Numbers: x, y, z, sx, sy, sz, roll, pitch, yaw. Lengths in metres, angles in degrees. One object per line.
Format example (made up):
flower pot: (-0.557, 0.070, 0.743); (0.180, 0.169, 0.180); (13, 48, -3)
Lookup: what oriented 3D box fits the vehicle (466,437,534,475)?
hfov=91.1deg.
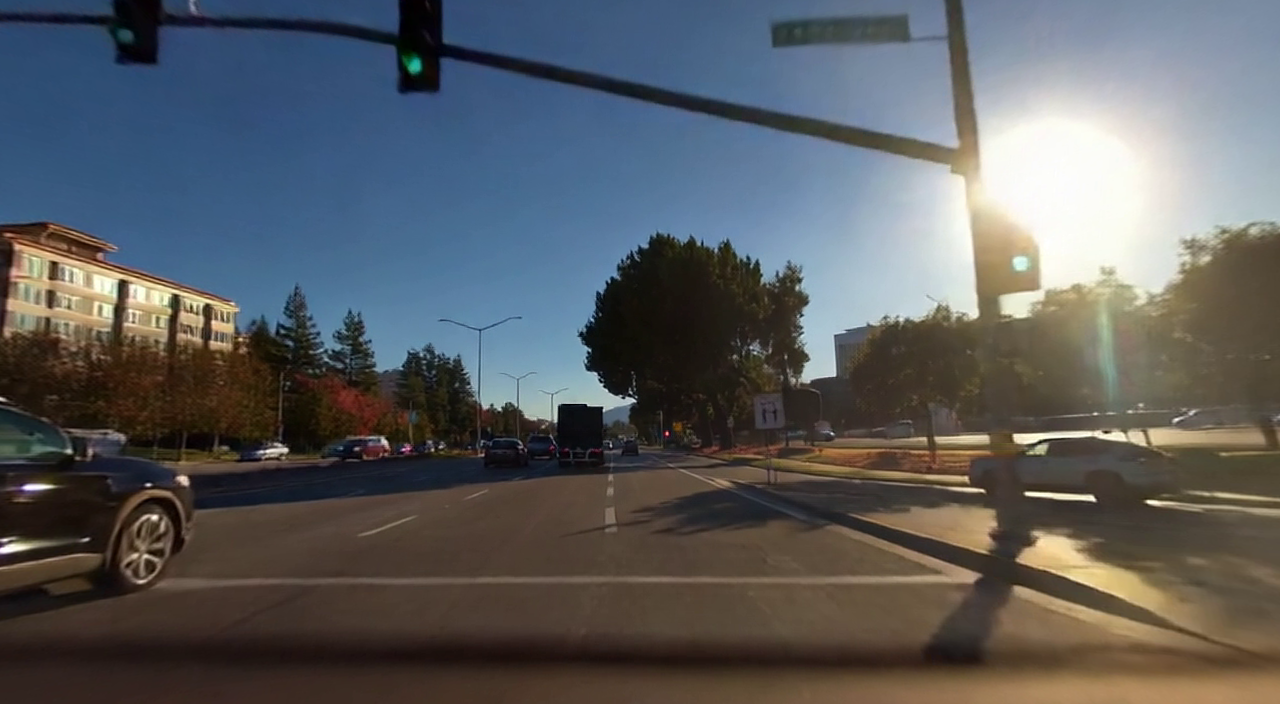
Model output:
vehicle: (-5.825, 4.385, 26.610); (2.023, 1.483, 4.143); (0, -9, -1)

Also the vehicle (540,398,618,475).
vehicle: (-2.565, 3.882, 28.555); (2.993, 3.051, 6.692); (0, -9, -1)

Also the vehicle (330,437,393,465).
vehicle: (-16.369, 5.845, 37.145); (2.026, 1.523, 4.584); (1, -9, -6)

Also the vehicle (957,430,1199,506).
vehicle: (11.316, 2.969, 16.556); (2.140, 1.685, 4.720); (7, -11, -39)

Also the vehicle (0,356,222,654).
vehicle: (-5.043, 0.884, 3.453); (2.178, 1.826, 4.933); (0, -9, -2)
